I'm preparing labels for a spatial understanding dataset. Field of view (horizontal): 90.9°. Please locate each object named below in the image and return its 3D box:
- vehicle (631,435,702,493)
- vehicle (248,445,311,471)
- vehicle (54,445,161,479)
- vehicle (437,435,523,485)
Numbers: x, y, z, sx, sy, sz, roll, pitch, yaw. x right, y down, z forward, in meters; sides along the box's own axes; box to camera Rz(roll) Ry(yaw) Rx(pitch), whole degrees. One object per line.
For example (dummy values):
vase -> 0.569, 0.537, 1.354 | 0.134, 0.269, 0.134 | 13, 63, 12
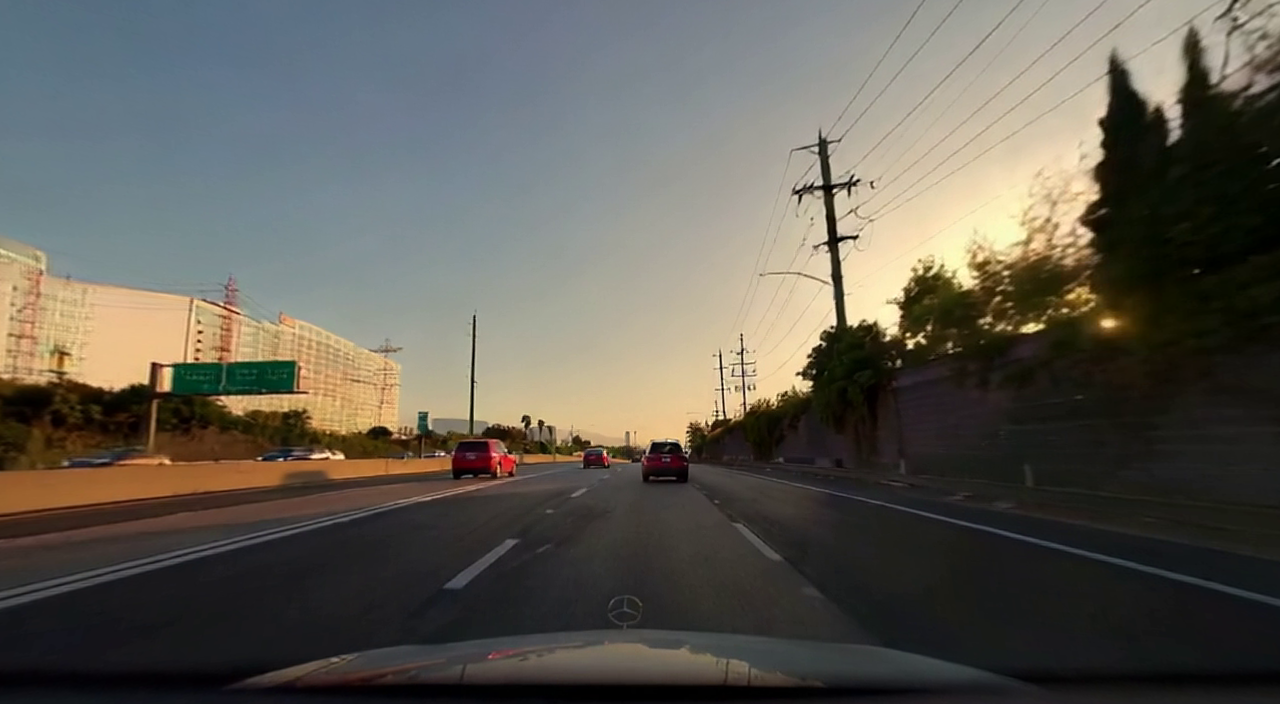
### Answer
vehicle -> 0.813, 3.674, 21.016 | 2.134, 1.733, 4.049 | 0, -8, 0
vehicle -> -20.575, 6.019, 36.086 | 1.556, 1.393, 3.373 | 0, -9, 0
vehicle -> -24.147, 4.966, 28.751 | 1.625, 1.436, 3.628 | 0, -8, 1
vehicle -> -6.338, 4.333, 25.590 | 2.220, 1.841, 4.516 | 0, -8, 1
